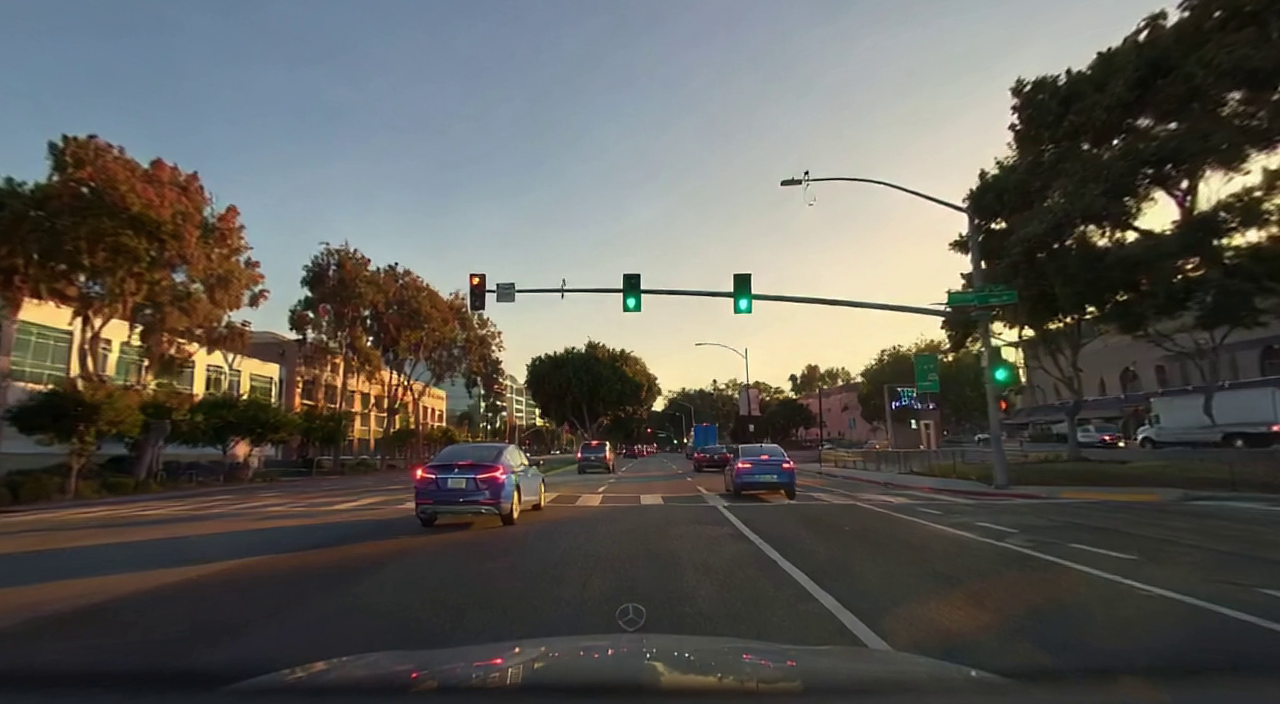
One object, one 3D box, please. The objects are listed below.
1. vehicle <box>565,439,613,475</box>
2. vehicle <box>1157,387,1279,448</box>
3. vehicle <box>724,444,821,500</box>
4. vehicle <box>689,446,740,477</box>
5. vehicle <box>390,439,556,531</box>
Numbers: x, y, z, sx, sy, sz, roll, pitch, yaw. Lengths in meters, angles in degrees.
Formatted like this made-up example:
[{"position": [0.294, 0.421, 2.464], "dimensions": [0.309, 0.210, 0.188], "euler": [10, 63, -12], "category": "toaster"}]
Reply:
[{"position": [-2.683, 5.630, 34.161], "dimensions": [2.137, 1.796, 4.304], "euler": [0, -8, 1], "category": "vehicle"}, {"position": [38.082, 4.336, 40.187], "dimensions": [2.730, 3.464, 8.553], "euler": [-1, -8, 0], "category": "vehicle"}, {"position": [3.775, 3.487, 18.737], "dimensions": [1.972, 1.452, 4.189], "euler": [0, -8, 0], "category": "vehicle"}, {"position": [3.740, 5.575, 32.336], "dimensions": [2.020, 1.461, 4.326], "euler": [0, -8, -1], "category": "vehicle"}, {"position": [-3.058, 2.531, 12.663], "dimensions": [2.003, 1.509, 4.396], "euler": [0, -8, 2], "category": "vehicle"}]
